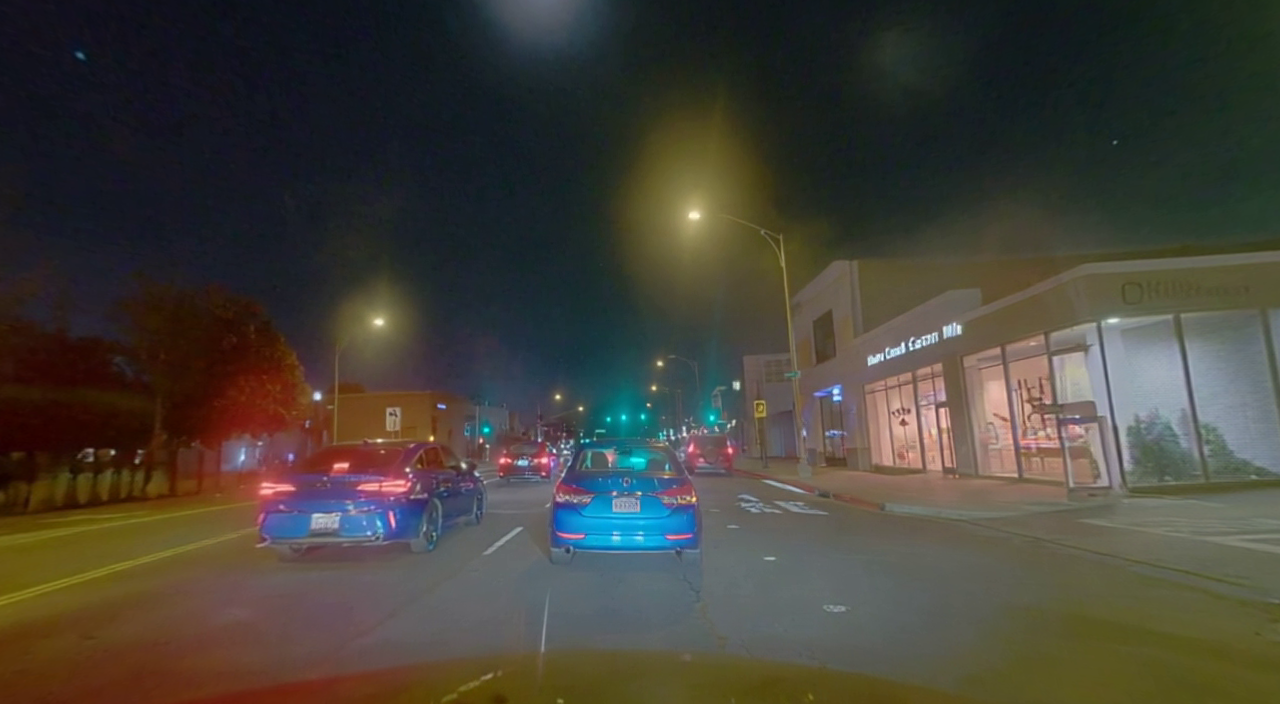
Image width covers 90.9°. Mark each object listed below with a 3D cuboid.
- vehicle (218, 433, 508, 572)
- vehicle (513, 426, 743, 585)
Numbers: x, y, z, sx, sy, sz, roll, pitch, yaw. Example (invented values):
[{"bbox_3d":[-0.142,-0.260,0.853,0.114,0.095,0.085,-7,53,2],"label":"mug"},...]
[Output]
[{"bbox_3d":[-3.408,1.928,8.937,2.029,1.456,4.414,0,-9,1],"label":"vehicle"},{"bbox_3d":[-0.121,1.755,8.029,2.160,1.482,4.037,0,-9,0],"label":"vehicle"}]
